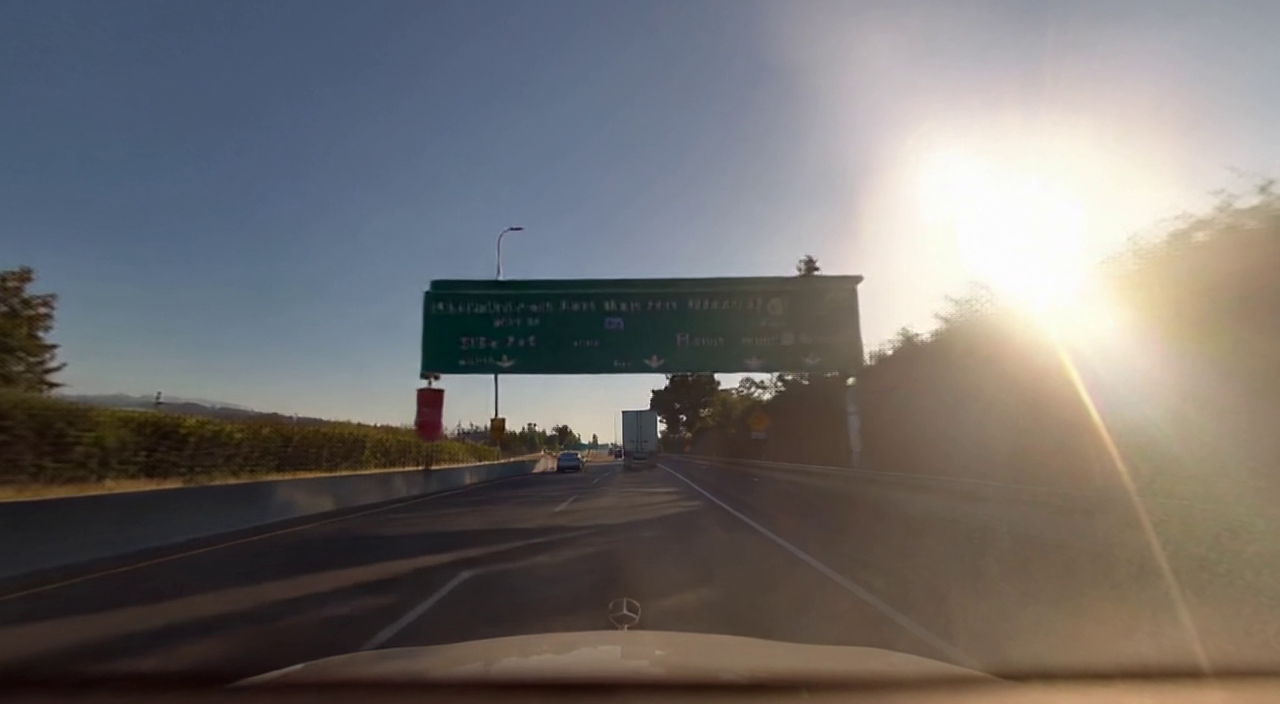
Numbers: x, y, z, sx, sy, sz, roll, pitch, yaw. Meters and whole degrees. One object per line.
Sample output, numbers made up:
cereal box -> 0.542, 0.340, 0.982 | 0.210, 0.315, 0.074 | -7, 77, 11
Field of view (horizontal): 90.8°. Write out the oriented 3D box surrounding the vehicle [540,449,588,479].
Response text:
vehicle -> -4.102, 6.148, 34.972 | 2.053, 1.523, 4.450 | -1, -9, 1

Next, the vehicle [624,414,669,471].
vehicle -> 0.298, 6.852, 47.538 | 2.864, 3.805, 9.500 | 0, -9, -2
